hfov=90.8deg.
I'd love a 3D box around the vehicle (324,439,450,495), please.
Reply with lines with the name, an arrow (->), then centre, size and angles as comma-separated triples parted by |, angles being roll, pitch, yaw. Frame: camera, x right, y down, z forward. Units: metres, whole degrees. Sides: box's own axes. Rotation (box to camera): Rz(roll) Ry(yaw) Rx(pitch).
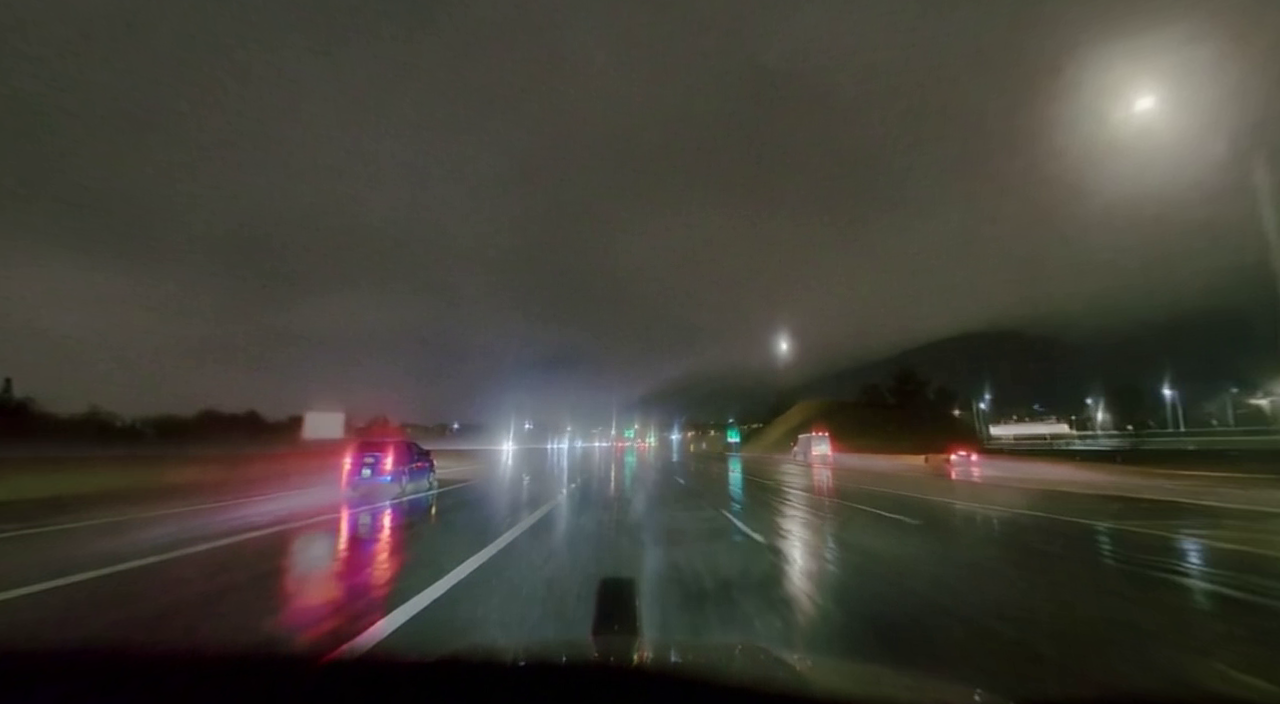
vehicle -> -7.851, 3.595, 20.236 | 2.005, 1.545, 4.874 | 0, -8, 0
